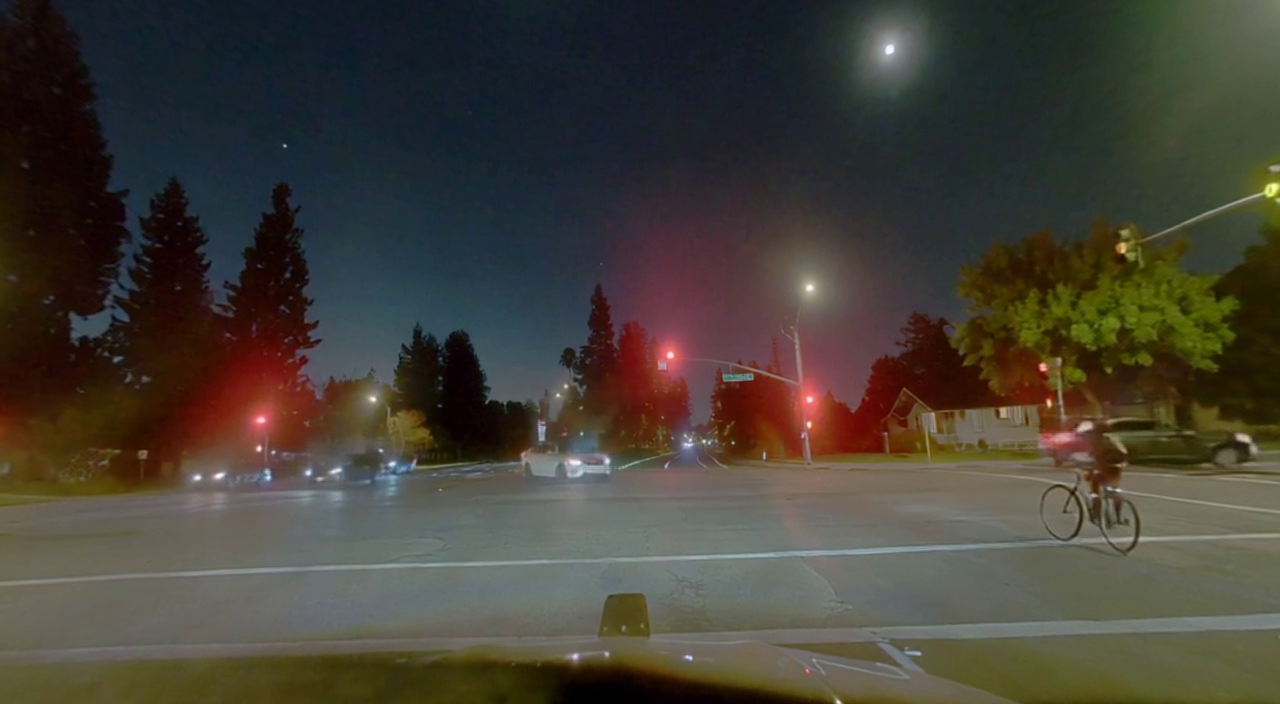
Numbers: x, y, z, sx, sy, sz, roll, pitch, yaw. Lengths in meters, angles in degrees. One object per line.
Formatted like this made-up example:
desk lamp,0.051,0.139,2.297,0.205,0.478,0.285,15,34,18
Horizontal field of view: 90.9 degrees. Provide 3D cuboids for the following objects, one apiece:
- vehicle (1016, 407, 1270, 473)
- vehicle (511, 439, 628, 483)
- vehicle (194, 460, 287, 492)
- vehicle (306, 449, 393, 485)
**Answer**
vehicle,14.185,2.554,18.132,5.188,1.731,2.191,-1,-9,7
vehicle,-2.793,4.134,24.122,2.017,1.496,4.749,7,-12,-41
vehicle,-20.860,6.457,33.178,1.872,1.455,4.576,0,-9,0
vehicle,-13.564,5.376,29.746,1.973,1.511,4.299,0,-9,1
